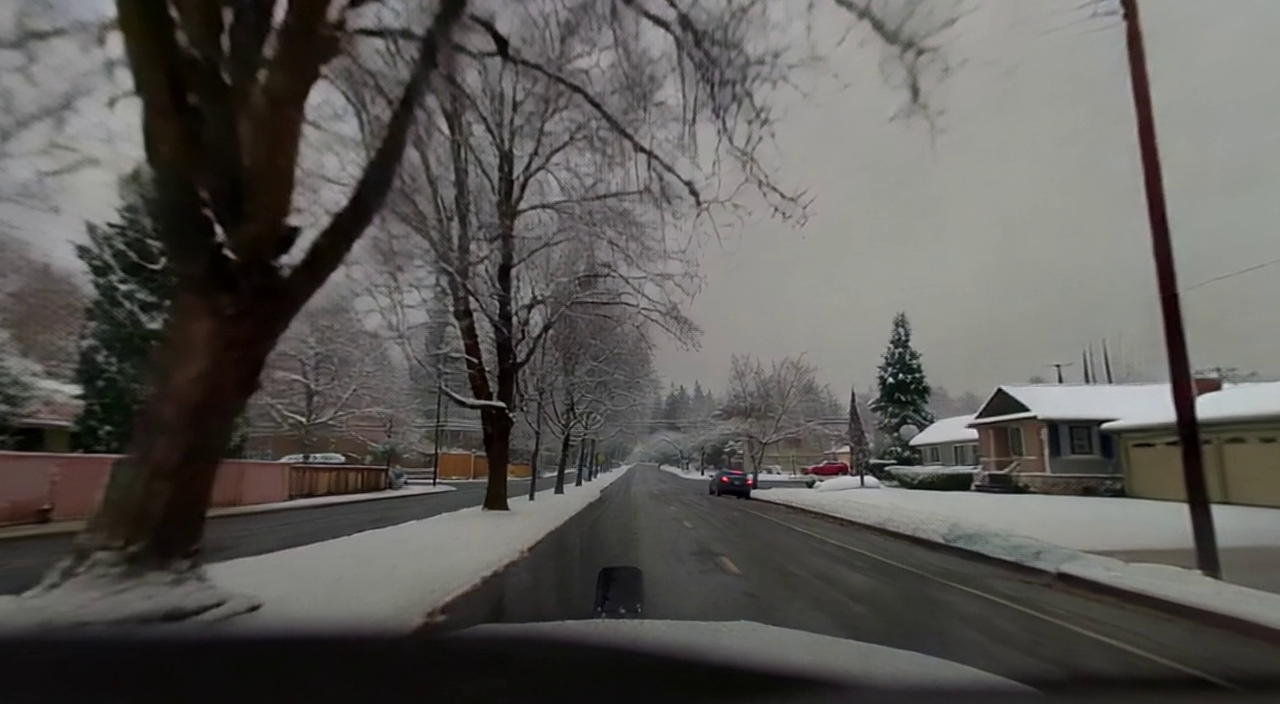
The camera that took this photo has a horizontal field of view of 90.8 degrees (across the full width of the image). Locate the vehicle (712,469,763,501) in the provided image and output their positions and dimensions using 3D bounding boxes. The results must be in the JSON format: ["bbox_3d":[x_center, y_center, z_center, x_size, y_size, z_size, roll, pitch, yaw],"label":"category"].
[{"bbox_3d":[5.048,6.951,33.277,1.904,1.475,4.386,0,-9,-1],"label":"vehicle"}]
